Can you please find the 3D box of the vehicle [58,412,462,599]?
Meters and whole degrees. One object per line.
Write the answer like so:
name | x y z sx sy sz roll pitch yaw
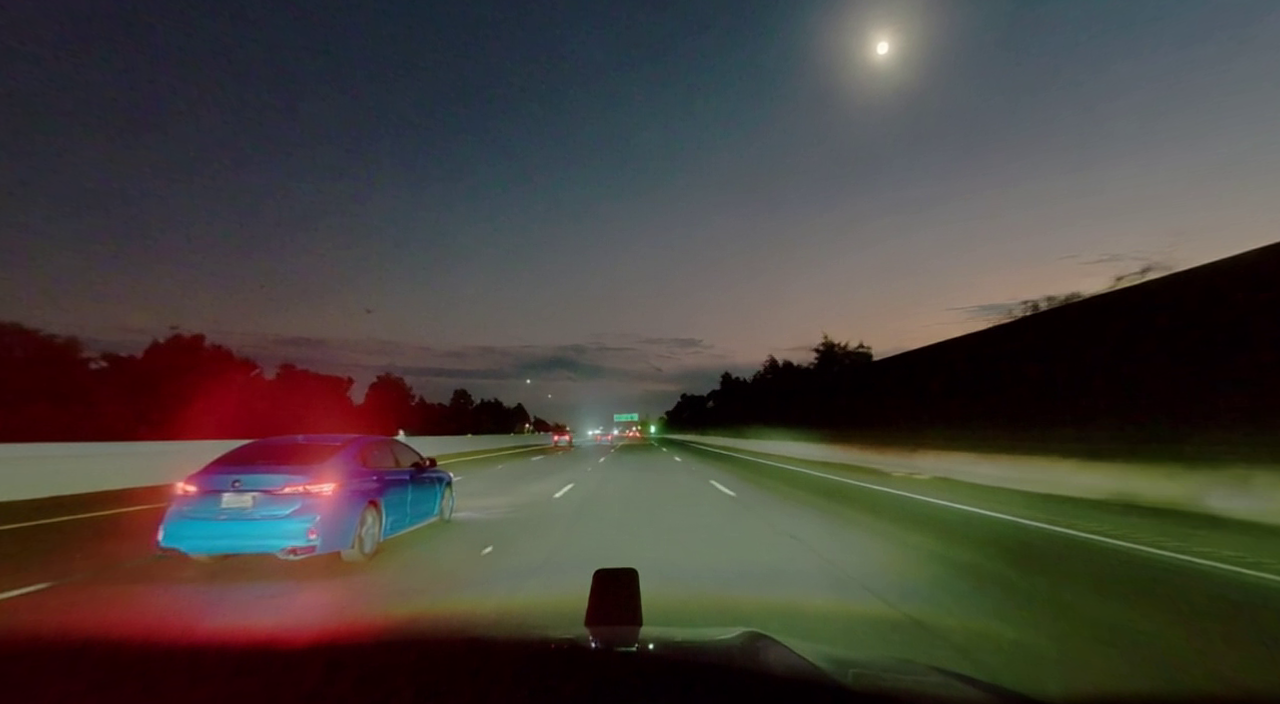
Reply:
vehicle | -3.632 1.503 7.075 2.079 1.500 3.881 0 -8 1
